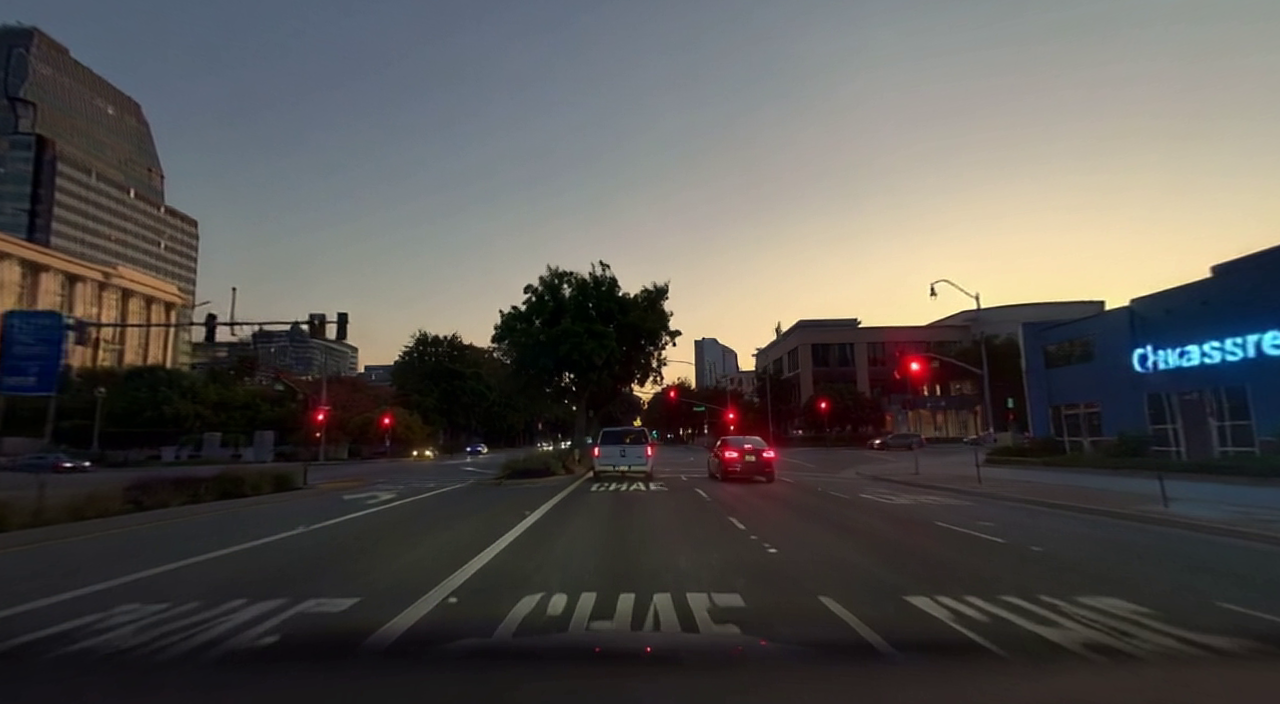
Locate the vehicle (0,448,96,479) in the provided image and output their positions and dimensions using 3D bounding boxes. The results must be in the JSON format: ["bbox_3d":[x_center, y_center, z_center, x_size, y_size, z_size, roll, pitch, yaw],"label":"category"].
[{"bbox_3d":[-39.688,7.451,42.258,4.610,1.691,2.034,-3,-8,-2],"label":"vehicle"}]

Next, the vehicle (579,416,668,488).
[{"bbox_3d":[-0.436,2.935,18.739,2.313,1.860,4.319,0,-8,0],"label":"vehicle"}]

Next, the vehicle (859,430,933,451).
[{"bbox_3d":[19.416,6.717,48.017,4.851,1.517,1.720,0,-8,-2],"label":"vehicle"}]

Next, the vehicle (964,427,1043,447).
[{"bbox_3d":[27.561,6.477,47.993,4.766,1.462,1.872,0,-8,0],"label":"vehicle"}]

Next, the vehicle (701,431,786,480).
[{"bbox_3d":[3.408,3.515,21.706,2.080,1.472,4.401,0,-8,-1],"label":"vehicle"}]
